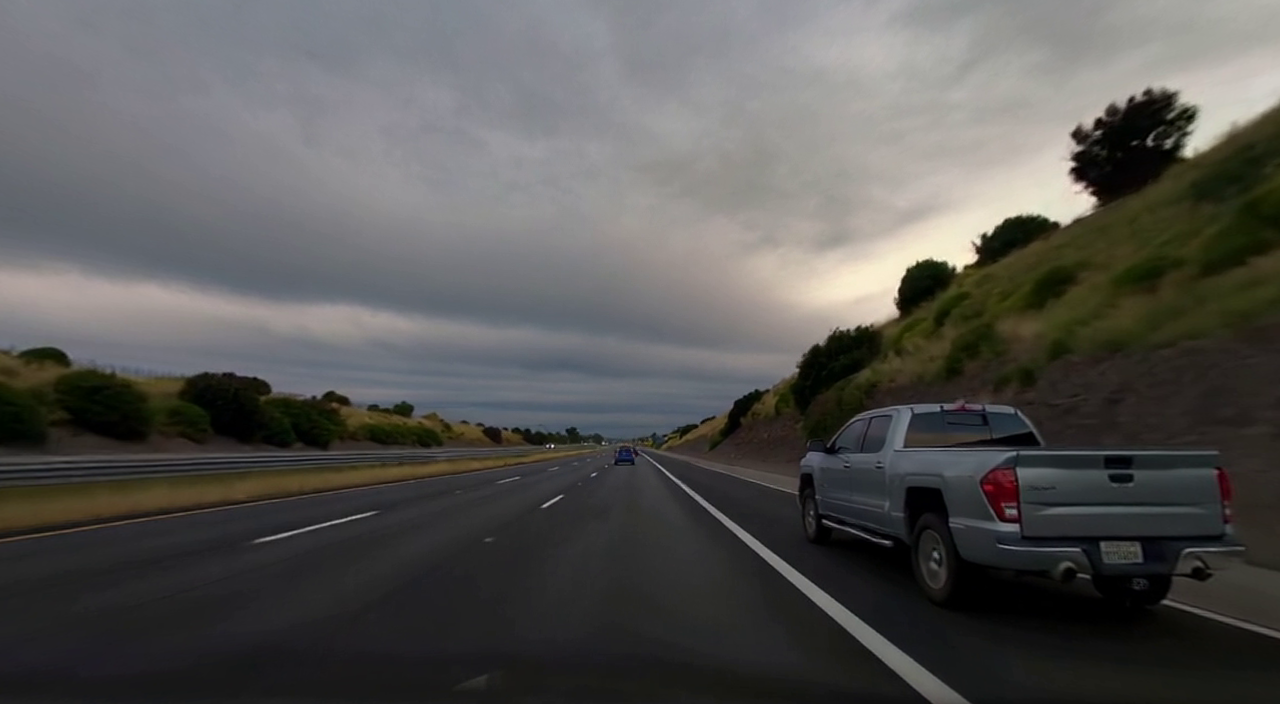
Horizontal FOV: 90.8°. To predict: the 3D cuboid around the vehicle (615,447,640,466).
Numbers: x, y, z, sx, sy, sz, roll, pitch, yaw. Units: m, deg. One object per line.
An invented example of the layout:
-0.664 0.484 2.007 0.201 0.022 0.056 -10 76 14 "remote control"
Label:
-0.969 8.132 49.206 1.891 1.456 3.806 0 -9 0 "vehicle"
